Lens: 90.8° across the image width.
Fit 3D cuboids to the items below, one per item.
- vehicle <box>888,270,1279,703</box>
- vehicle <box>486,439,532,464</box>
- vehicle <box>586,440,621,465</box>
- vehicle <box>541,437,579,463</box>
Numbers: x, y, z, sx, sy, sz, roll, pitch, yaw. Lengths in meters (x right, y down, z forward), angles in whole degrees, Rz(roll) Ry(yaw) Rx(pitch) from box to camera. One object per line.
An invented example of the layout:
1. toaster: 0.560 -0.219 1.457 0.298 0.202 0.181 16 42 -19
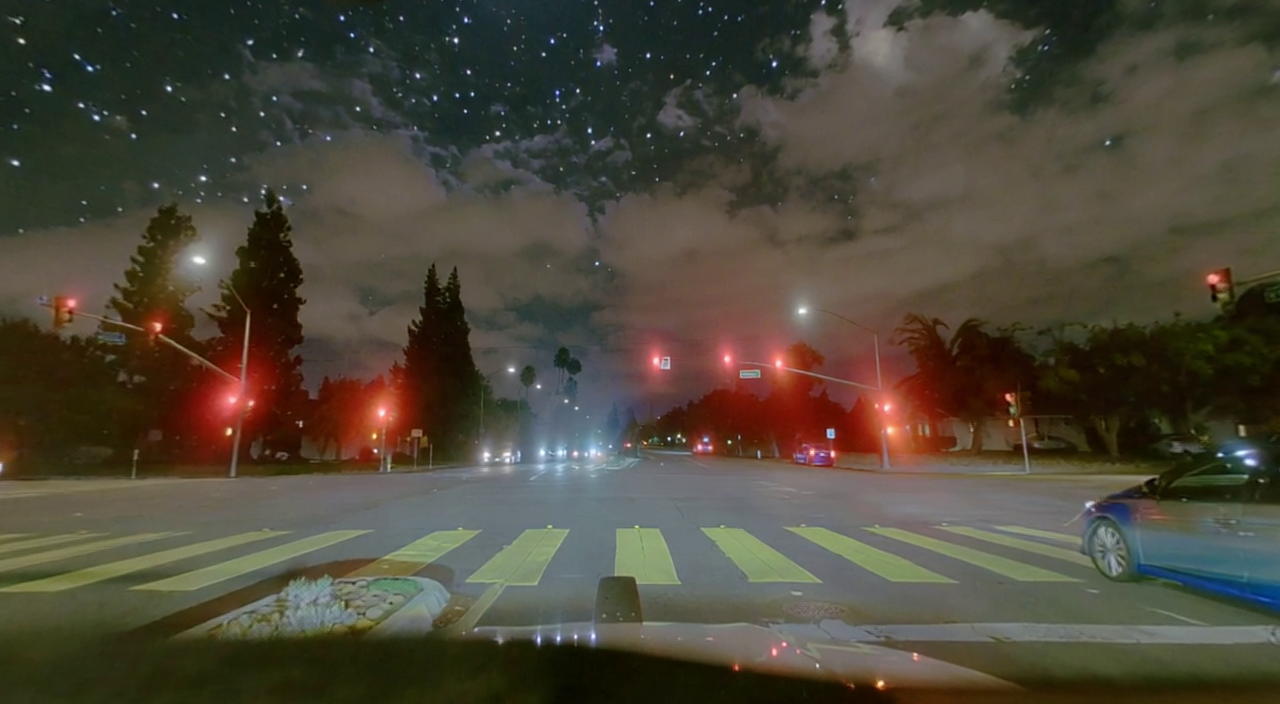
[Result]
1. vehicle: 2.715 0.710 1.736 2.085 1.800 4.908 0 -9 0
2. vehicle: -8.951 6.858 43.632 2.028 1.654 5.027 0 -9 1
3. vehicle: -2.356 6.570 41.414 2.046 1.491 4.118 0 -9 0
4. vehicle: -5.535 6.899 44.401 2.091 1.707 4.157 0 -9 0
